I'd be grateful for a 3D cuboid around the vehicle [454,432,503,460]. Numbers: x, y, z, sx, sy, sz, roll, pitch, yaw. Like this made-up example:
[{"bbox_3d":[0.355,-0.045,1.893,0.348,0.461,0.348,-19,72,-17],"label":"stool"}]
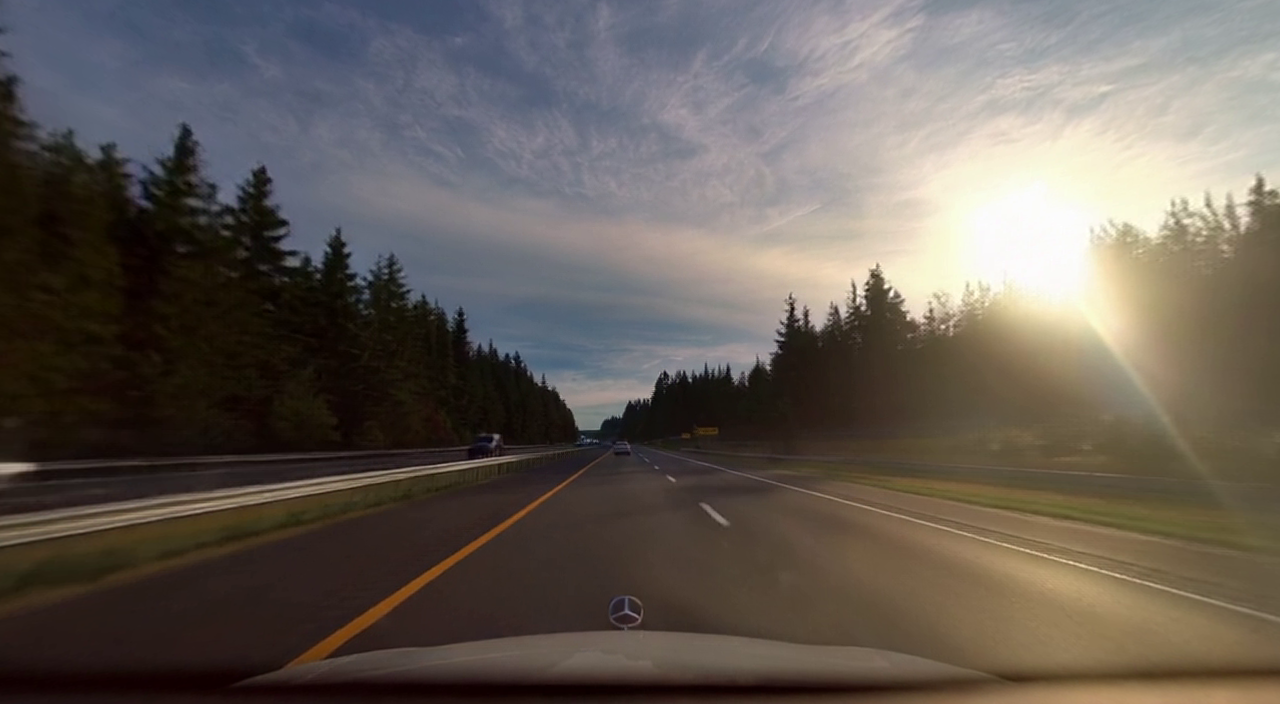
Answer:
[{"bbox_3d":[-10.644,6.269,42.034,1.991,1.748,5.095,0,-8,-1],"label":"vehicle"}]
